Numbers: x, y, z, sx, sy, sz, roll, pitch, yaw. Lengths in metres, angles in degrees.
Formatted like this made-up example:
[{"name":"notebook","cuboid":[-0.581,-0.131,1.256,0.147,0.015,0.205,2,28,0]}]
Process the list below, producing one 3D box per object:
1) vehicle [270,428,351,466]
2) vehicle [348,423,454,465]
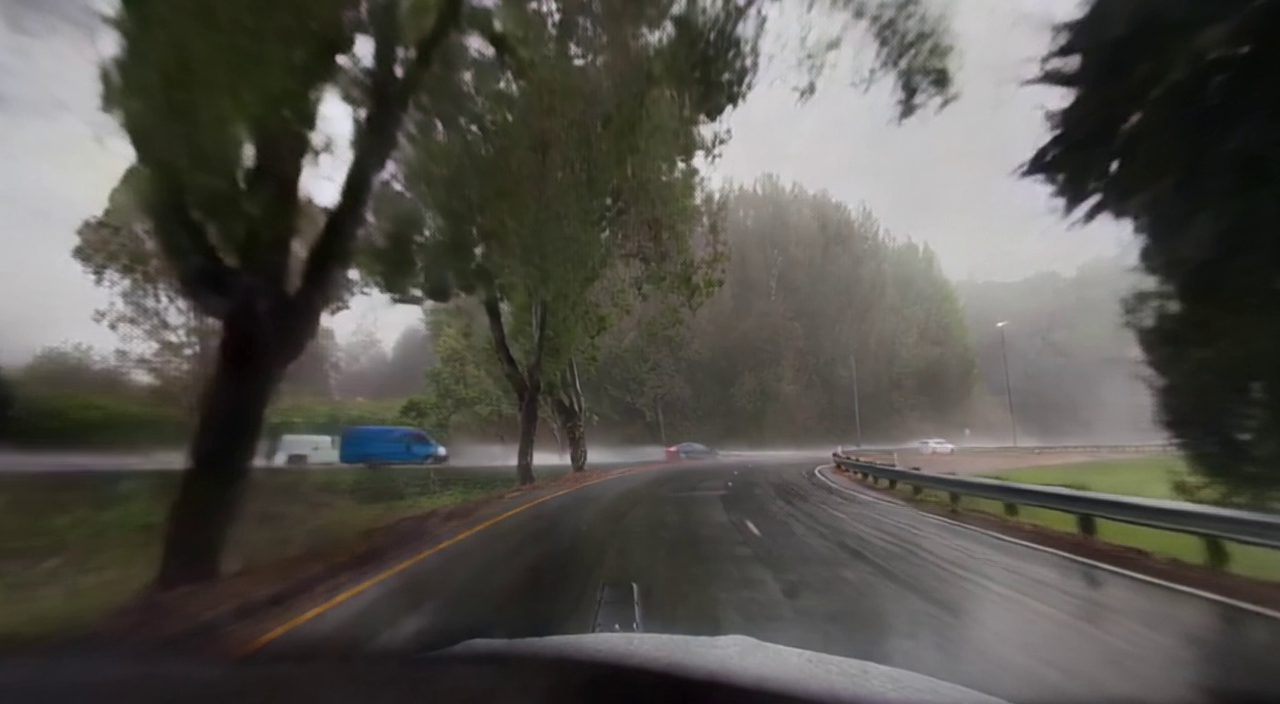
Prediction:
[{"name":"vehicle","cuboid":[-23.567,6.817,45.312,4.784,2.535,2.203,2,-9,-20]},{"name":"vehicle","cuboid":[-17.847,6.880,47.355,7.155,2.942,2.420,3,-8,-21]}]
